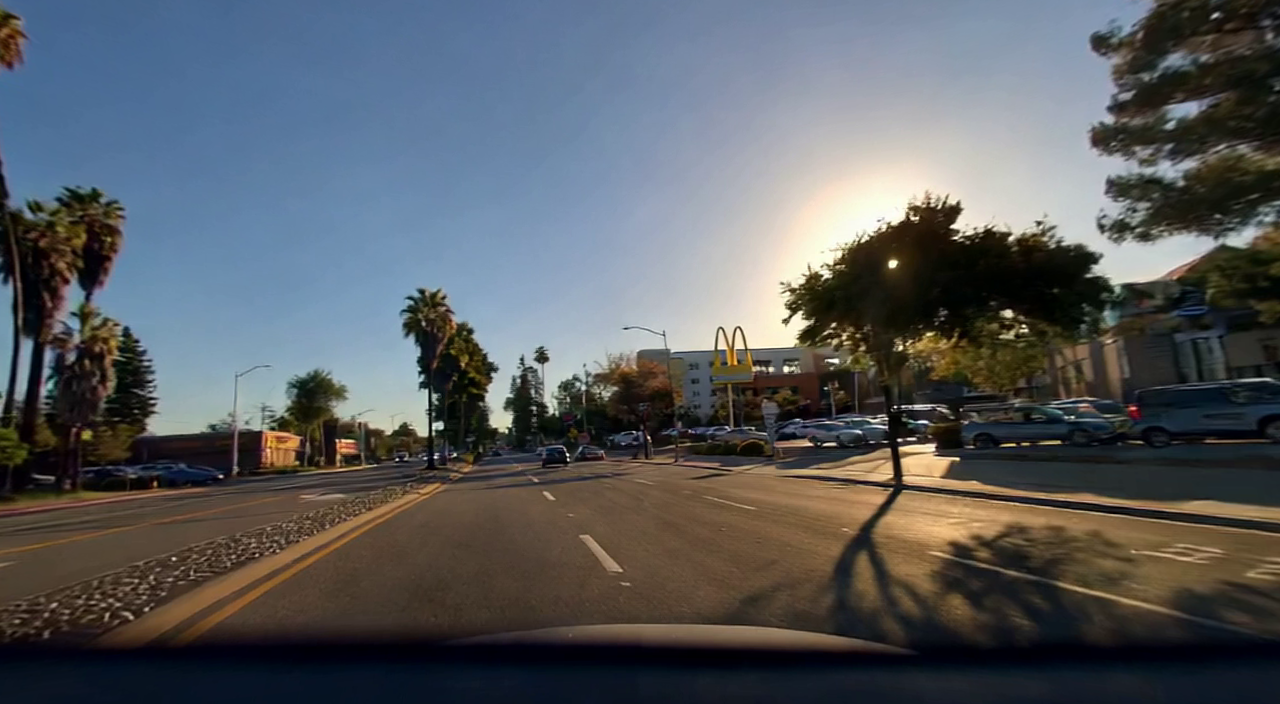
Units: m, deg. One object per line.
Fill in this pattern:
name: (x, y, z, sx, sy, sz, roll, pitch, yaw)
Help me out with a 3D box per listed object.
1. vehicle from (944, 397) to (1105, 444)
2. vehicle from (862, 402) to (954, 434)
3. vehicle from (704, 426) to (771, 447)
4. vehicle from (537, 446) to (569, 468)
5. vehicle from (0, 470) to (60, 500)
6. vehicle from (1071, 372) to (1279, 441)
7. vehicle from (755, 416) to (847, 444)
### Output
vehicle: (13.575, 2.464, 22.349, 4.711, 1.546, 1.891, 1, -8, -11)
vehicle: (20.387, 5.041, 48.044, 6.052, 2.013, 2.331, -2, -8, -14)
vehicle: (7.458, 6.482, 48.331, 4.691, 1.545, 1.900, 1, -8, -9)
vehicle: (-6.640, 7.876, 47.526, 2.079, 1.496, 4.538, 2, -9, -11)
vehicle: (-37.894, 8.019, 38.213, 2.067, 1.563, 4.043, 1, -9, -11)
vehicle: (14.938, 1.525, 17.249, 4.907, 1.585, 2.018, 0, -12, -8)
vehicle: (10.210, 4.984, 40.176, 5.123, 1.730, 2.183, 1, -8, -11)
